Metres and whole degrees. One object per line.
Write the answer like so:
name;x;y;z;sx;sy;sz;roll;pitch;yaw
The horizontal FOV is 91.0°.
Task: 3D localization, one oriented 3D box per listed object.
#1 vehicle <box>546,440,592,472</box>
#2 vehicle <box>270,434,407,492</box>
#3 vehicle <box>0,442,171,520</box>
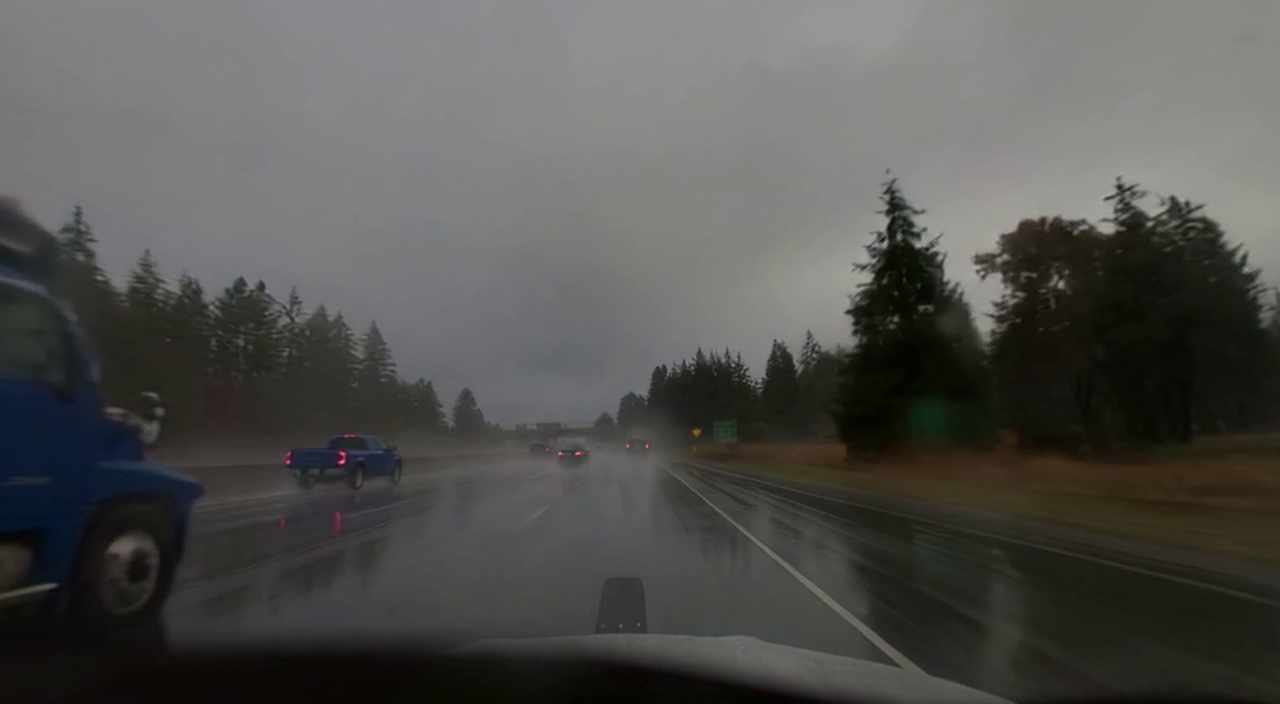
vehicle;-4.003;5.945;36.078;2.094;1.695;4.260;0;-9;1
vehicle;-10.264;3.825;22.072;2.146;1.764;5.510;0;-9;-1
vehicle;-13.789;2.954;14.969;1.899;1.565;4.358;0;-9;0
